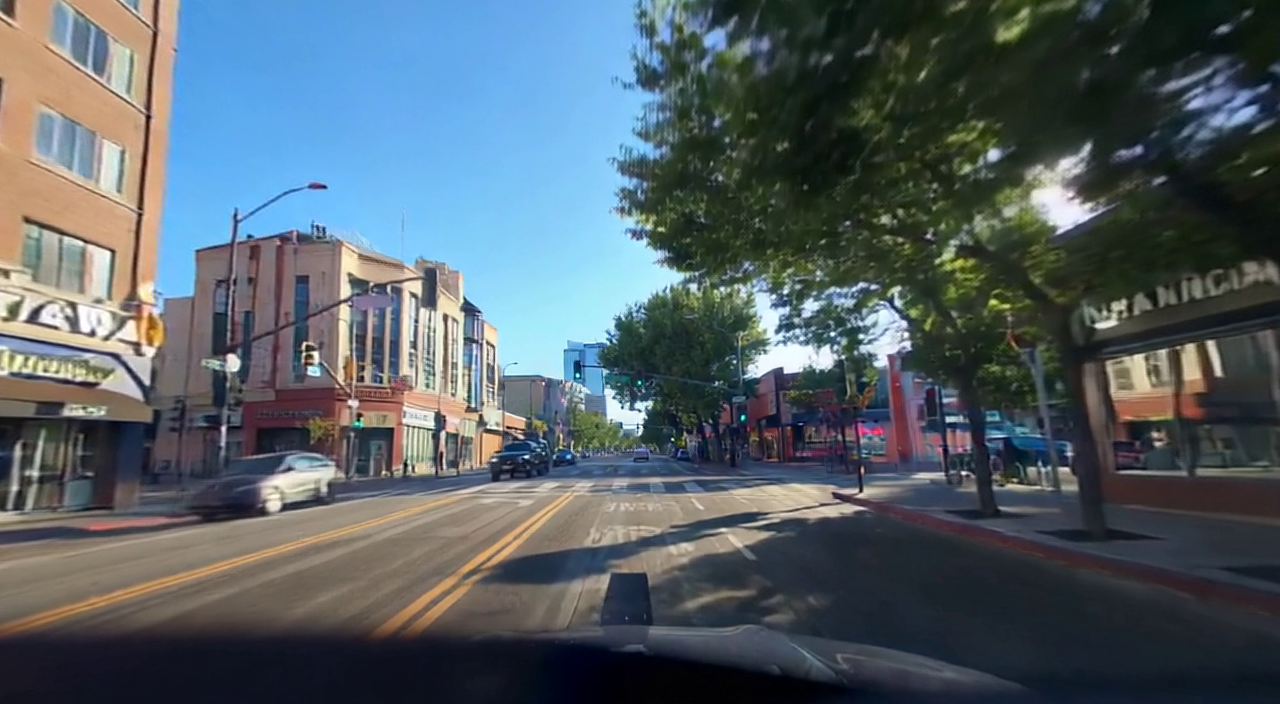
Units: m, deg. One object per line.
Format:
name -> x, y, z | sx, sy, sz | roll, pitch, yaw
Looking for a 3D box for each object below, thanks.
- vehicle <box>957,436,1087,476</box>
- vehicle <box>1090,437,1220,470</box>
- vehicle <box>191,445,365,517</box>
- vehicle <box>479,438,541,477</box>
vehicle -> 16.583, 4.527, 27.528 | 4.299, 1.679, 2.011 | 0, -9, 0
vehicle -> 24.754, 4.877, 30.422 | 4.503, 1.472, 2.032 | 0, -9, -2
vehicle -> -8.807, 3.130, 15.811 | 1.978, 1.561, 3.907 | 0, -9, 1
vehicle -> -6.266, 5.125, 30.807 | 2.041, 1.756, 4.392 | 0, -9, 1
